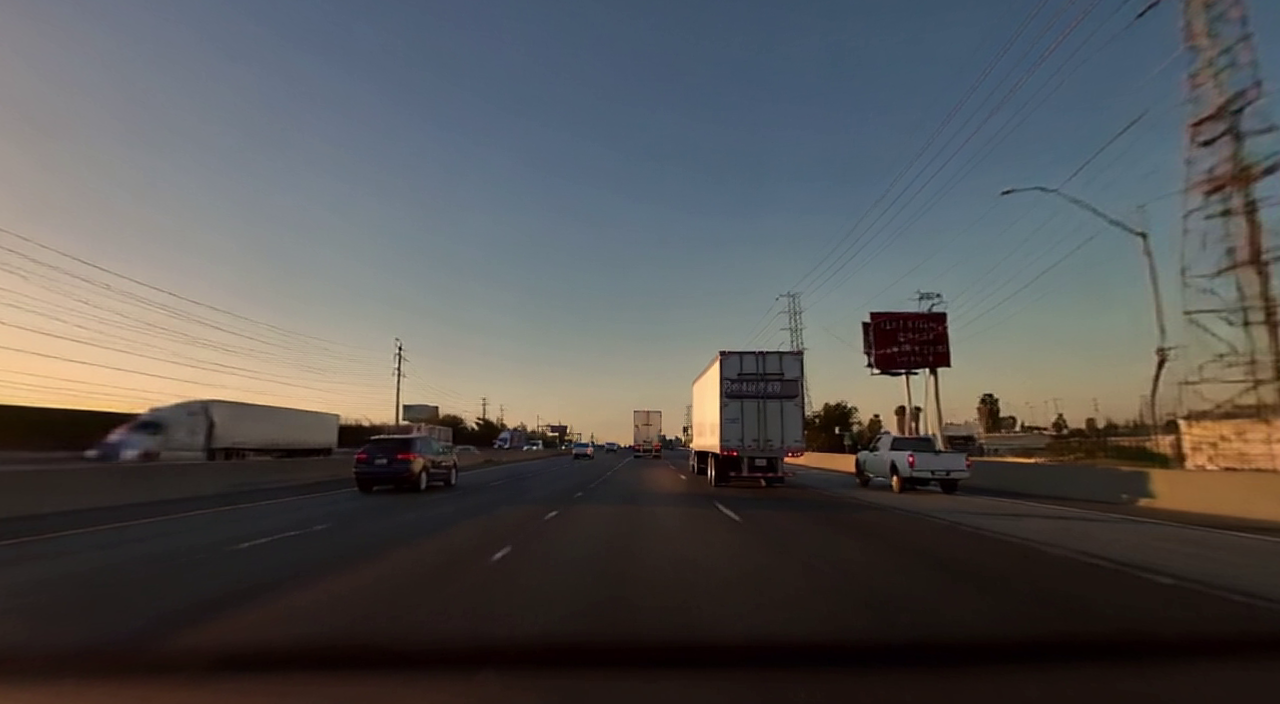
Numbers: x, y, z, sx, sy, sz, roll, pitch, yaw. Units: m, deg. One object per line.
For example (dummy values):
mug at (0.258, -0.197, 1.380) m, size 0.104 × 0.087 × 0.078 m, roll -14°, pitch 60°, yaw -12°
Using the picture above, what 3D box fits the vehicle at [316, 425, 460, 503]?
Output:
vehicle at (-6.696, 3.030, 17.487) m, size 2.004 × 1.846 × 4.739 m, roll 0°, pitch -9°, yaw 0°

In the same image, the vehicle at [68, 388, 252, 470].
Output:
vehicle at (-28.162, 4.780, 38.121) m, size 3.005 × 4.241 × 9.960 m, roll 0°, pitch -9°, yaw 1°

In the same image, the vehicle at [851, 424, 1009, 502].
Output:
vehicle at (7.696, 3.001, 17.439) m, size 2.115 × 1.844 × 4.522 m, roll 0°, pitch -9°, yaw -1°

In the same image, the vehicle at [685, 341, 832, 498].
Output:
vehicle at (3.726, 3.009, 25.136) m, size 2.892 × 4.152 × 16.575 m, roll 0°, pitch -9°, yaw 1°
